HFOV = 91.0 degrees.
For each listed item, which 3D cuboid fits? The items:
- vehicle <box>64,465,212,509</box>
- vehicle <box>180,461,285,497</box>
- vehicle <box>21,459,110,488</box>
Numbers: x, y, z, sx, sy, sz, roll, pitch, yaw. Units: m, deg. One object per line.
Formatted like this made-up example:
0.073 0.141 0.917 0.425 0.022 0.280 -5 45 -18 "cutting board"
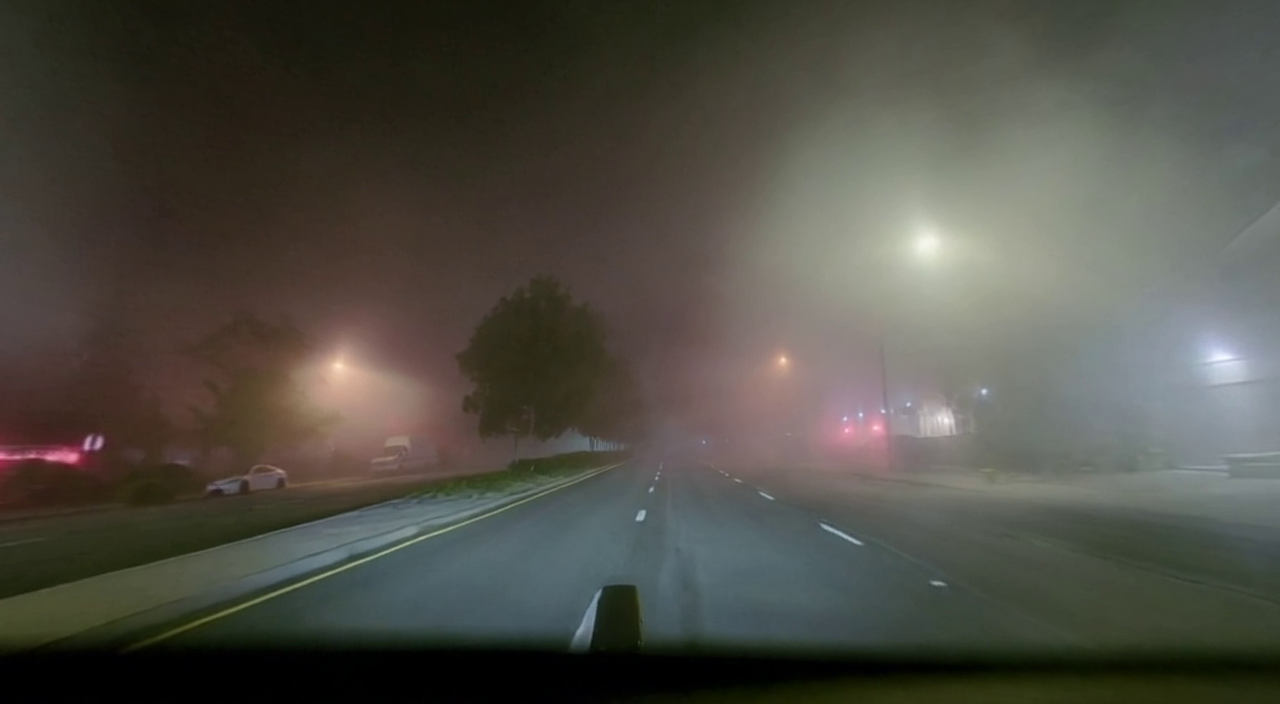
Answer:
-19.776 5.314 25.113 1.929 1.393 4.611 0 -8 4 "vehicle"
-19.547 6.081 30.452 1.820 1.459 4.559 0 -8 3 "vehicle"
-32.138 6.794 35.310 1.548 1.426 3.591 -3 -10 1 "vehicle"
